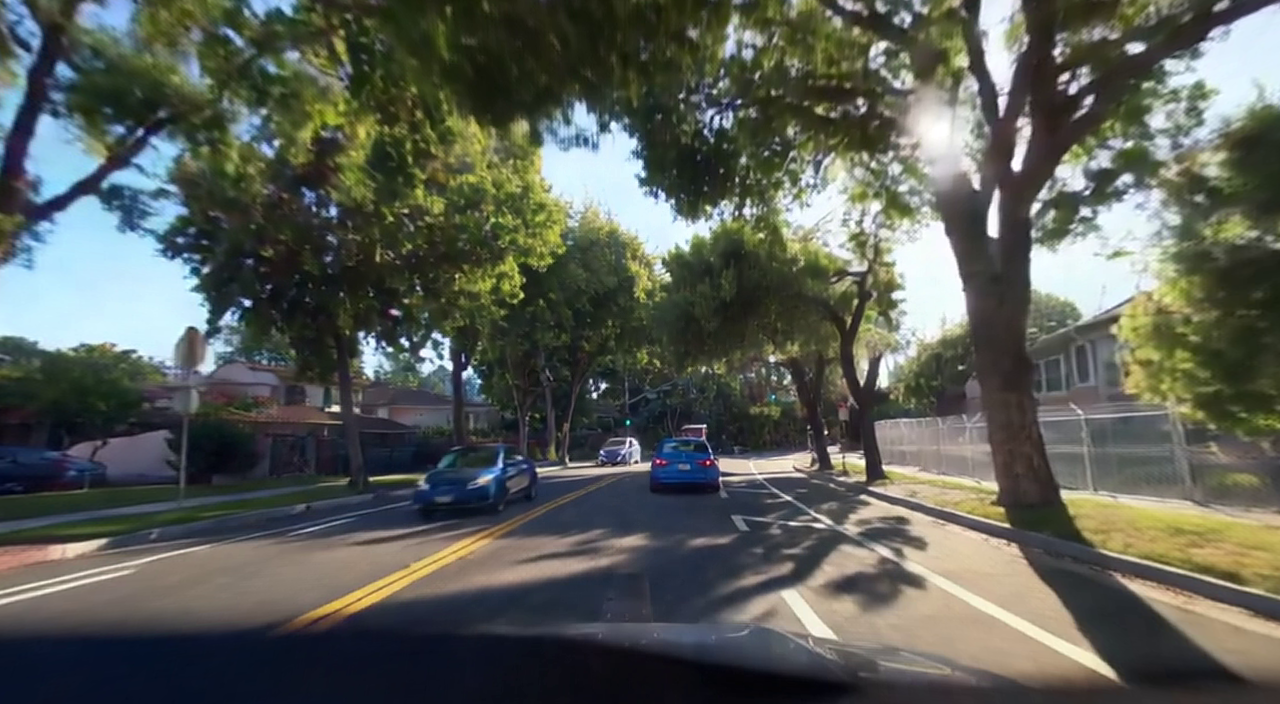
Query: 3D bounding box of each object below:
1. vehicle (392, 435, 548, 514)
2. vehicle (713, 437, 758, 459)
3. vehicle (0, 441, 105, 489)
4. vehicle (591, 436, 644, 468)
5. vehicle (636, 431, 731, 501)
[{"bbox_3d":[-3.592,2.676,14.333,1.961,1.498,4.401,-1,-8,5],"label":"vehicle"},{"bbox_3d":[7.542,7.502,49.300,1.988,1.601,4.353,-5,-10,30],"label":"vehicle"},{"bbox_3d":[-20.142,3.564,20.079,1.937,1.450,4.422,-1,-8,9],"label":"vehicle"},{"bbox_3d":[-1.196,5.729,36.159,2.082,1.682,4.623,-1,-9,11],"label":"vehicle"},{"bbox_3d":[1.060,2.818,15.932,2.070,1.516,3.936,0,-8,3],"label":"vehicle"}]
